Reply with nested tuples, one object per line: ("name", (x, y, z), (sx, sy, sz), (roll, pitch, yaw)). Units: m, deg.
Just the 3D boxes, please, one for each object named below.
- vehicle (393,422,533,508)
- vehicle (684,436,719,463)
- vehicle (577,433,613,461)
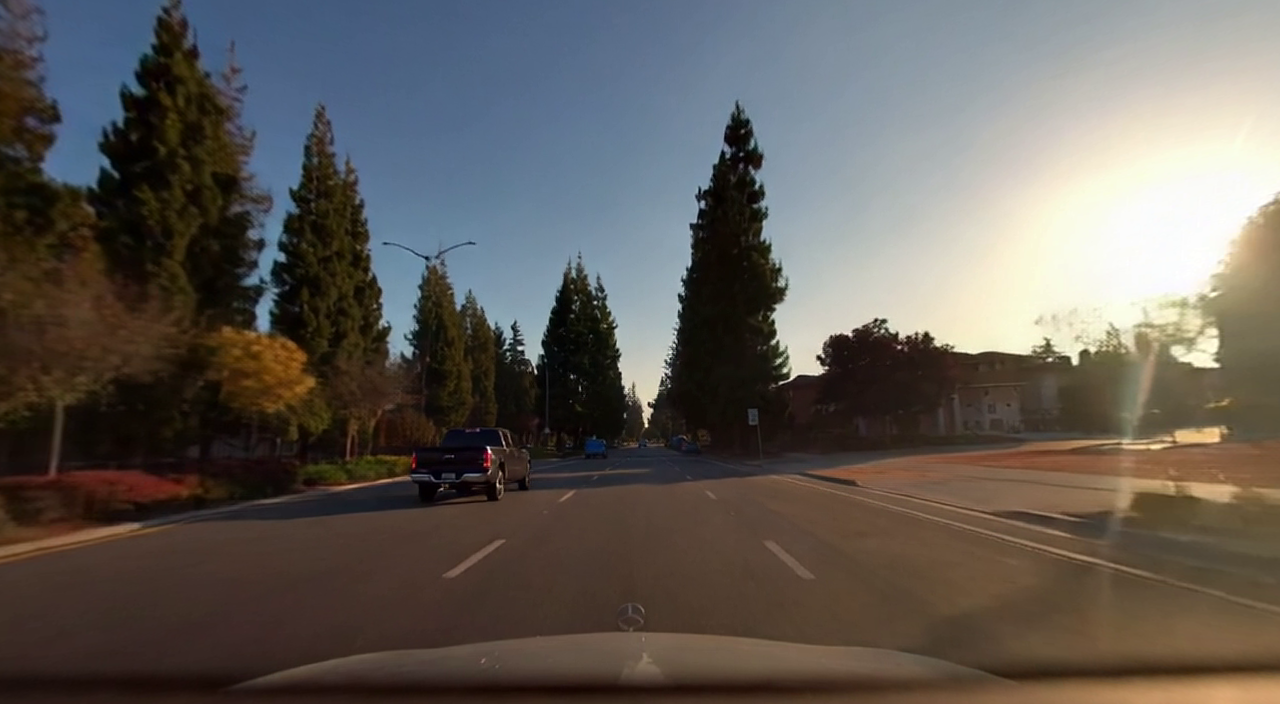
("vehicle", (-4.062, 2.685, 15.422), (2.002, 1.747, 4.728), (0, -8, 0))
("vehicle", (4.140, 6.661, 42.994), (2.016, 1.736, 4.356), (0, -8, 1))
("vehicle", (-3.347, 7.168, 47.685), (2.230, 1.987, 4.385), (0, -8, 2))
